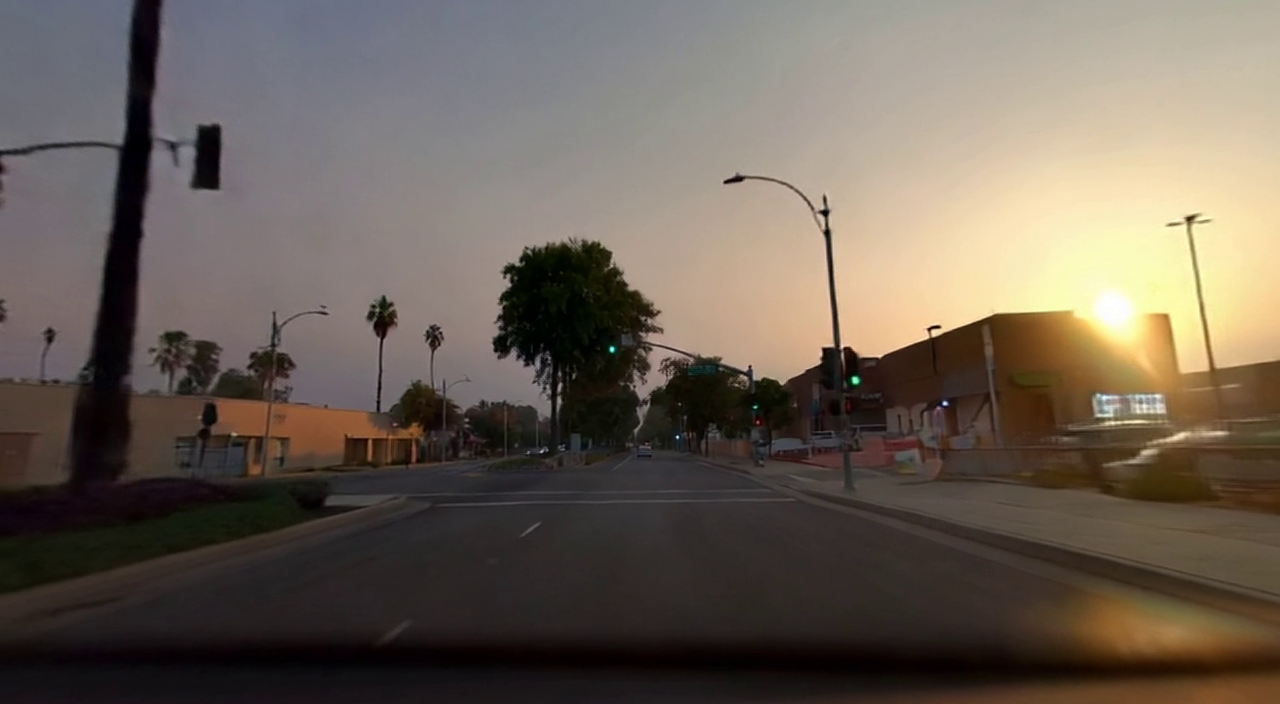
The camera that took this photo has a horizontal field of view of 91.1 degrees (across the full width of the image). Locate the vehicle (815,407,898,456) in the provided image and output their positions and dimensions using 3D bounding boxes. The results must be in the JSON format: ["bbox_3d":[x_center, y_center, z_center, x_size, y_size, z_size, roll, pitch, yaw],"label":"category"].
[{"bbox_3d":[16.324,6.181,48.383,2.814,3.328,10.467,0,-8,1],"label":"vehicle"}]

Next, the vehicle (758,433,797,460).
[{"bbox_3d":[9.943,6.896,45.598,1.655,1.820,3.969,0,-9,-4],"label":"vehicle"}]

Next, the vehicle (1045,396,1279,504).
[{"bbox_3d":[10.946,1.892,12.214,4.641,1.883,2.085,0,-9,-3],"label":"vehicle"}]

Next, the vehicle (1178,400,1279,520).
[{"bbox_3d":[11.124,1.592,9.470,4.233,1.665,1.847,-1,-9,-1],"label":"vehicle"}]

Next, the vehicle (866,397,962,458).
[{"bbox_3d":[16.129,4.624,37.697,3.161,3.209,7.934,-1,-8,8],"label":"vehicle"}]
